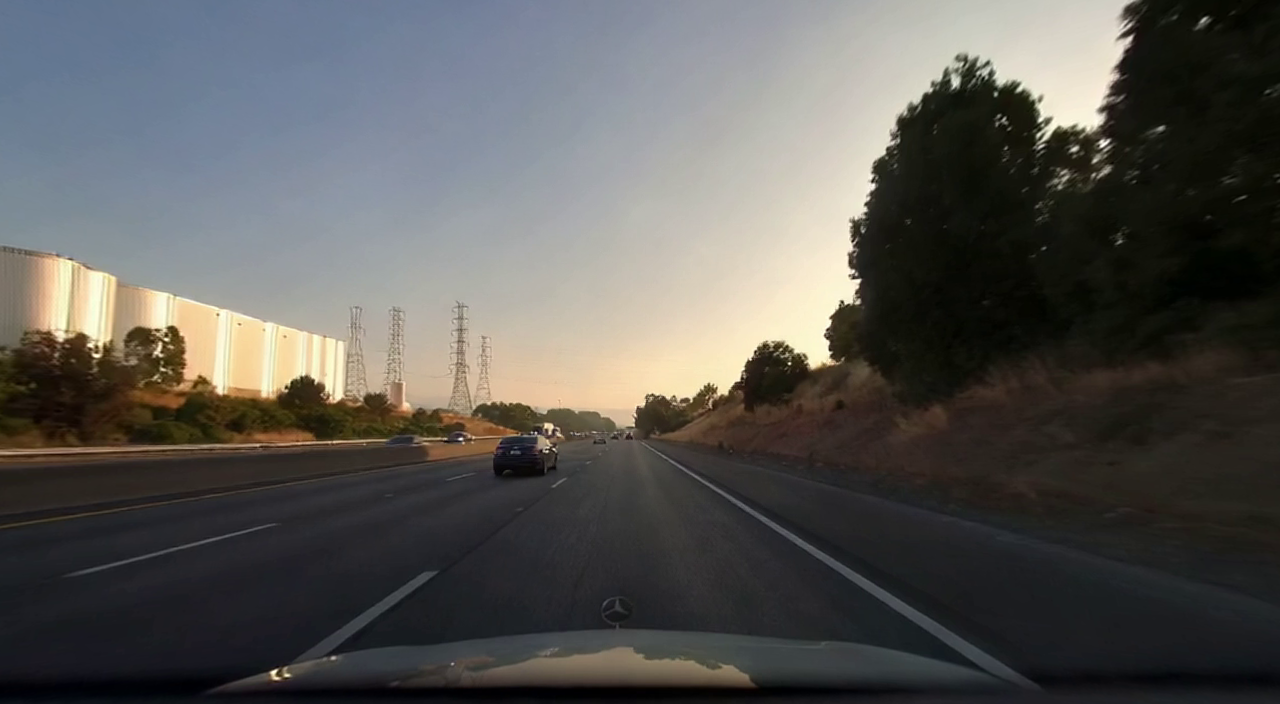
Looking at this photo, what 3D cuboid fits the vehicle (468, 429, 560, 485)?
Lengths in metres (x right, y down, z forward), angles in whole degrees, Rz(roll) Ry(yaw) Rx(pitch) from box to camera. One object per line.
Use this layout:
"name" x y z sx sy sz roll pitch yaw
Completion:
"vehicle" -3.606 3.060 18.763 1.952 1.462 3.969 0 -8 0

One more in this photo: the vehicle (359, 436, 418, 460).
"vehicle" -15.955 6.082 40.215 1.888 1.445 4.482 0 -8 0
